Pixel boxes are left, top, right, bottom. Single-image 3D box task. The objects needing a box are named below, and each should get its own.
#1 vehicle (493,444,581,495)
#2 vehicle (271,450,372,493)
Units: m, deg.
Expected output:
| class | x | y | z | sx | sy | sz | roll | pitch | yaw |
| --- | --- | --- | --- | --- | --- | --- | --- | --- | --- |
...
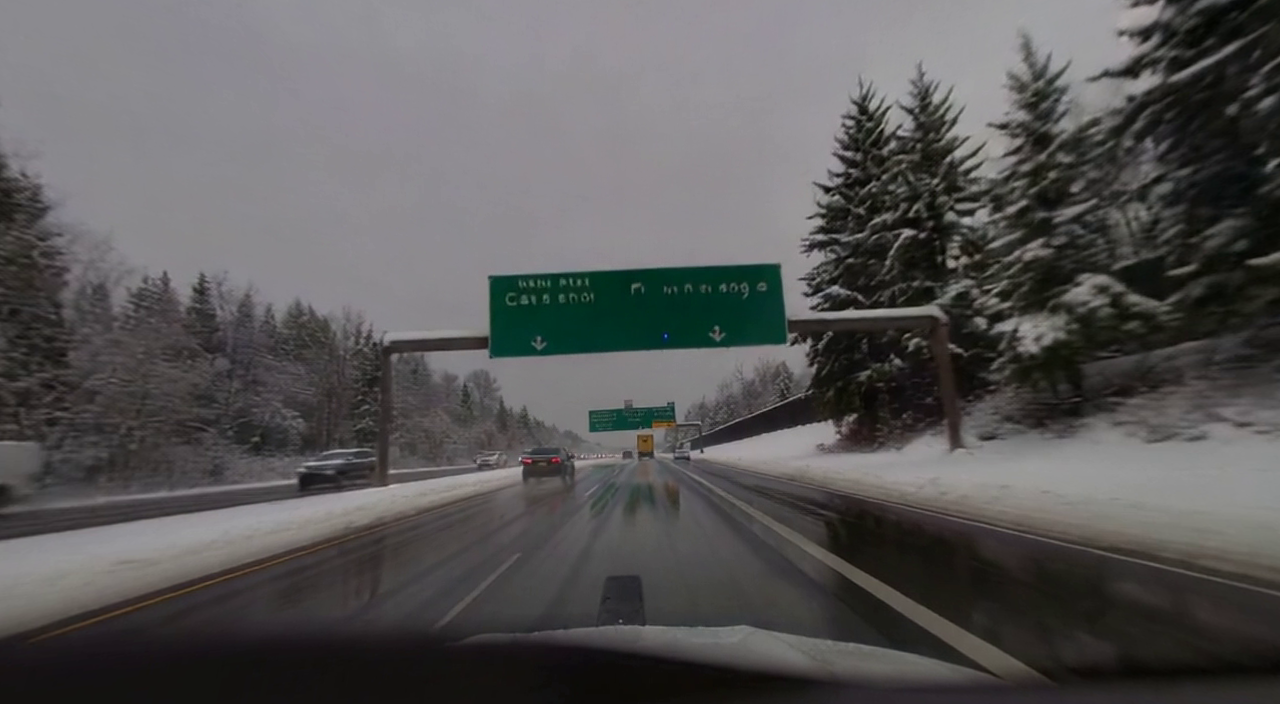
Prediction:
| class | x | y | z | sx | sy | sz | roll | pitch | yaw |
| --- | --- | --- | --- | --- | --- | --- | --- | --- | --- |
| vehicle | -3.232 | 3.794 | 20.780 | 2.020 | 1.475 | 4.434 | 0 | -9 | 2 |
| vehicle | -11.960 | 4.473 | 23.980 | 1.752 | 1.444 | 3.929 | 0 | -9 | 1 |
